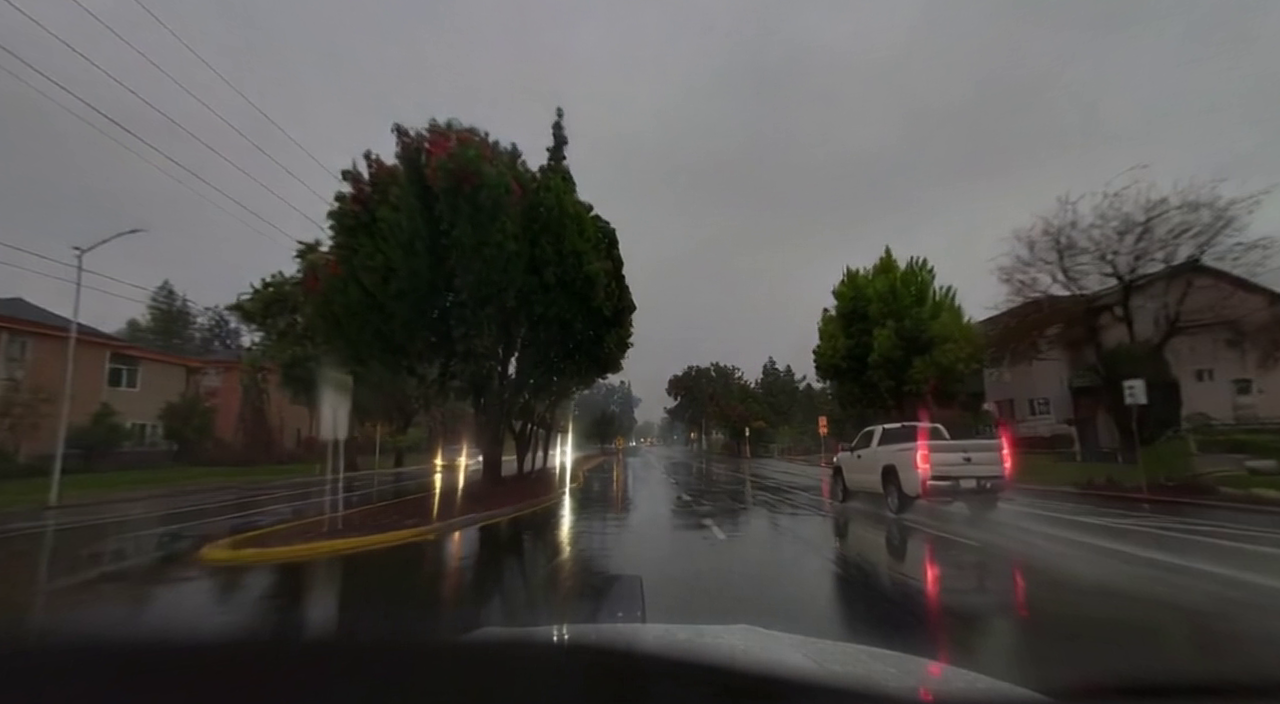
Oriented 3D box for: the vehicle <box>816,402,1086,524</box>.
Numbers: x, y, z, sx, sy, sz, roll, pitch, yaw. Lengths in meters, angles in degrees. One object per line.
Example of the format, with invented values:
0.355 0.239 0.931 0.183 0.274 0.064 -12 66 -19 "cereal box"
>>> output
5.913 2.268 13.374 2.493 1.956 6.125 0 -9 -1 "vehicle"
